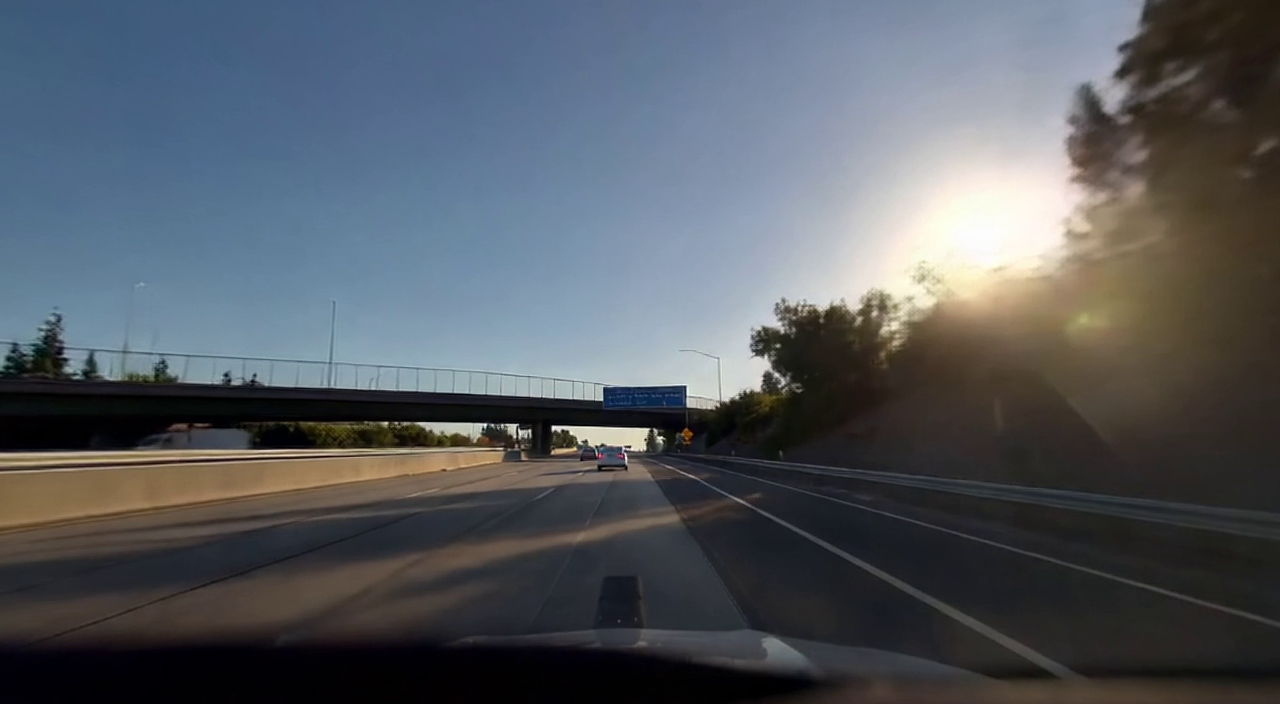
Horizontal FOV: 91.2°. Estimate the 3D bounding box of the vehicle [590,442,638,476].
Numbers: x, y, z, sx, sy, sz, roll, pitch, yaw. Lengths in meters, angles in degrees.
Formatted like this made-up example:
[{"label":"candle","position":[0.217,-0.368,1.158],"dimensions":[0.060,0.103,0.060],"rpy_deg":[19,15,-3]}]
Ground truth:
[{"label":"vehicle","position":[-1.211,5.194,30.612],"dimensions":[2.055,1.509,4.255],"rpy_deg":[-1,-9,1]}]
